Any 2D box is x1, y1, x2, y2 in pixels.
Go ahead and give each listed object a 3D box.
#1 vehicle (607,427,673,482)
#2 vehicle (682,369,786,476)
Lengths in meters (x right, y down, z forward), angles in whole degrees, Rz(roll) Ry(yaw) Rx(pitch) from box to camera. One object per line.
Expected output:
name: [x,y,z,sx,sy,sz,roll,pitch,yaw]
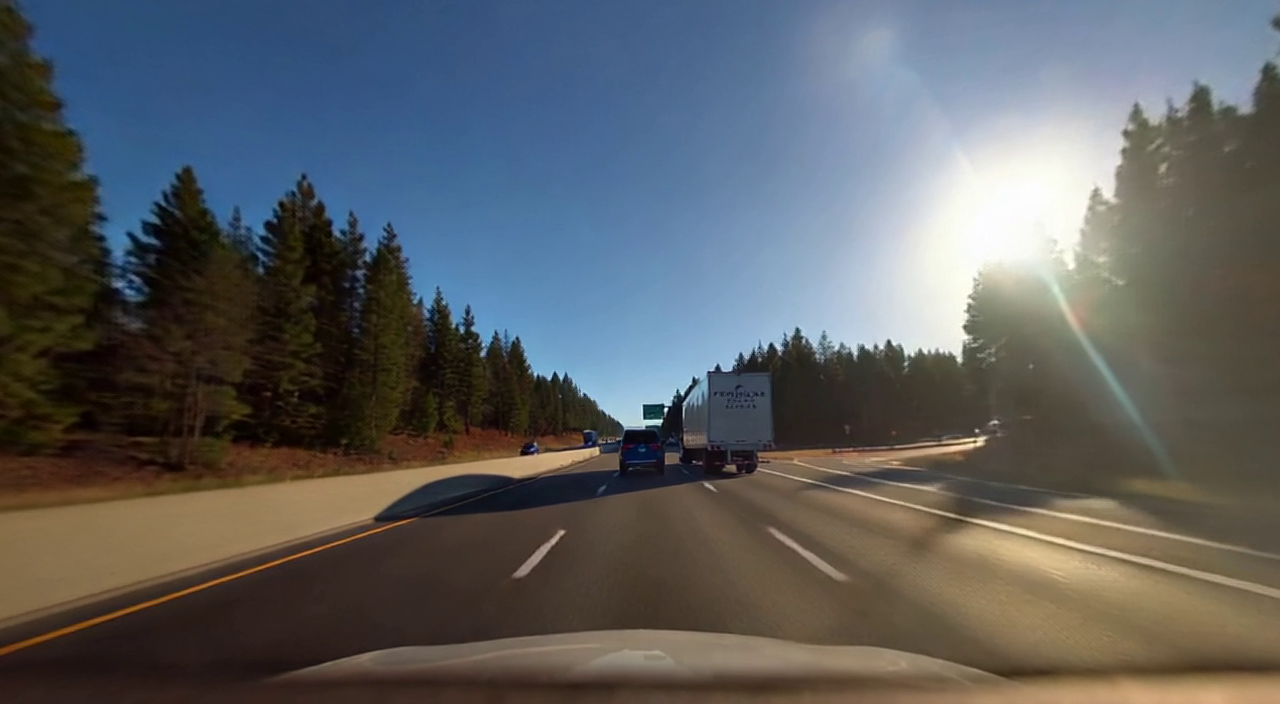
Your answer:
vehicle: [-0.014,3.812,23.661,2.222,1.848,4.610,0,-8,0]
vehicle: [4.181,3.955,32.834,2.899,4.160,16.621,0,-9,0]
